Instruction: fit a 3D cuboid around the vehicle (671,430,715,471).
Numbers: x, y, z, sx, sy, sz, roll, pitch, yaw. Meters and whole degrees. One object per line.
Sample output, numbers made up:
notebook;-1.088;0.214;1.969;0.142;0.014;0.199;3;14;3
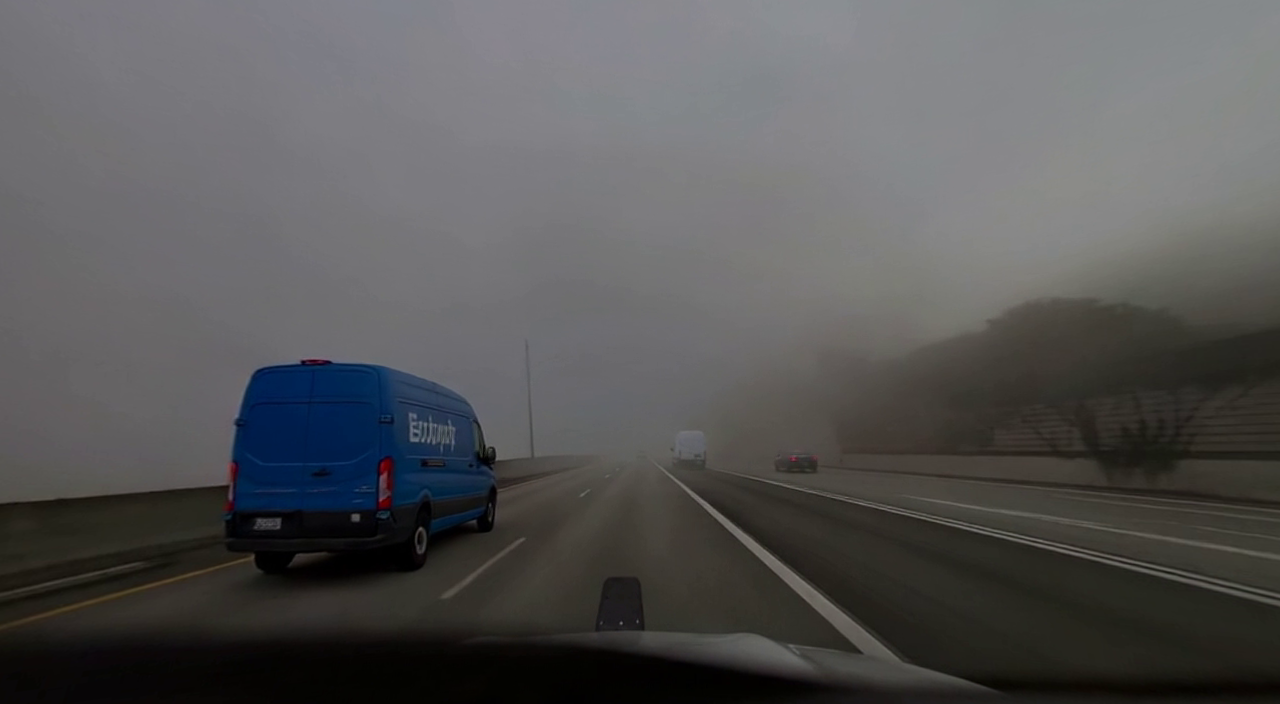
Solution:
vehicle;3.554;6.791;43.436;2.373;2.561;5.922;0;-9;-1

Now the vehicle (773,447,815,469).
vehicle;11.114;7.652;45.692;1.870;1.497;3.886;0;-9;-2

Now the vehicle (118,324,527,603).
vehicle;-3.410;1.471;8.884;2.409;2.523;6.275;0;-9;0
